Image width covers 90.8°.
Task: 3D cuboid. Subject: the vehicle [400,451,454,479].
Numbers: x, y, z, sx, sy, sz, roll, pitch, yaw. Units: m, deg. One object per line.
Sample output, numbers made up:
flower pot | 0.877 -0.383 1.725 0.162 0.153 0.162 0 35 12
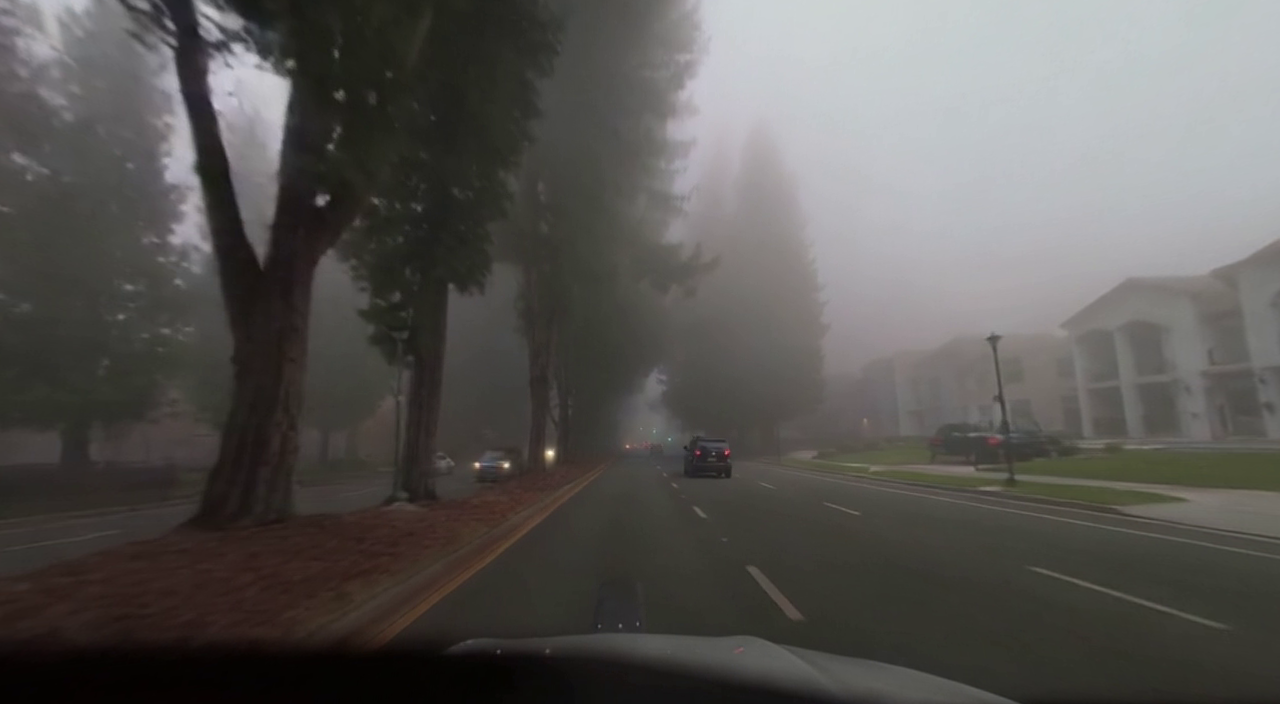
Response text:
vehicle | -12.723 6.736 38.001 1.859 1.569 4.166 0 -9 0

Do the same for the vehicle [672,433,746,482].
vehicle | 2.607 4.173 25.174 2.240 1.740 4.605 0 -9 -2

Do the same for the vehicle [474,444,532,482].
vehicle | -6.454 5.259 30.184 1.900 1.671 4.217 0 -9 -1
